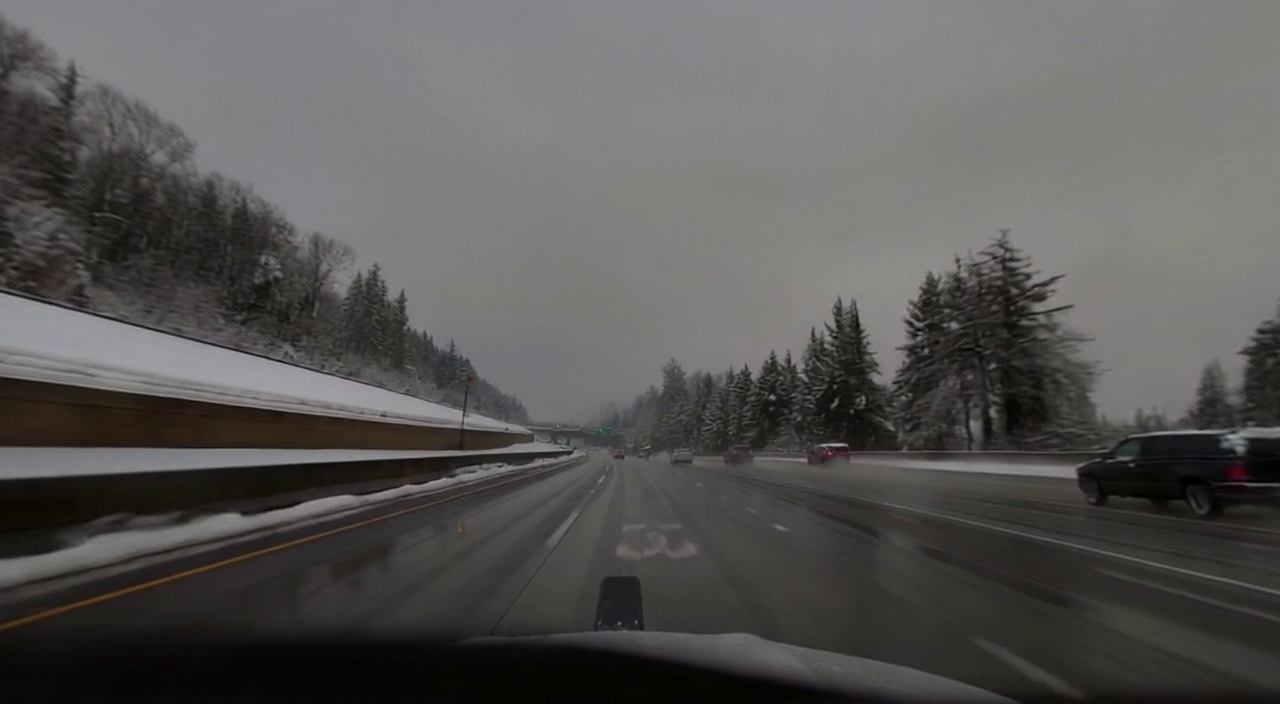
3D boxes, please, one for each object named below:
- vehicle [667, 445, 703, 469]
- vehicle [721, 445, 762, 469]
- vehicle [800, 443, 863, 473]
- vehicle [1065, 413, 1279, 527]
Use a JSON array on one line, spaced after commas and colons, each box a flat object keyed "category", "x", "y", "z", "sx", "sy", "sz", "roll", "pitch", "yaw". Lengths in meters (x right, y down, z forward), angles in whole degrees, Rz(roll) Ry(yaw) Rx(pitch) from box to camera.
[{"category": "vehicle", "x": 2.904, "y": 6.913, "z": 41.644, "sx": 1.934, "sy": 1.491, "sz": 3.982, "roll": 1, "pitch": -8, "yaw": -3}, {"category": "vehicle", "x": 6.862, "y": 7.122, "z": 42.929, "sx": 1.904, "sy": 1.488, "sz": 4.299, "roll": 1, "pitch": -8, "yaw": -3}, {"category": "vehicle", "x": 10.577, "y": 5.871, "z": 35.078, "sx": 1.987, "sy": 1.546, "sz": 4.271, "roll": 1, "pitch": -8, "yaw": -3}, {"category": "vehicle", "x": 10.857, "y": 2.174, "z": 12.124, "sx": 2.077, "sy": 1.763, "sz": 4.472, "roll": 0, "pitch": -8, "yaw": -1}]
